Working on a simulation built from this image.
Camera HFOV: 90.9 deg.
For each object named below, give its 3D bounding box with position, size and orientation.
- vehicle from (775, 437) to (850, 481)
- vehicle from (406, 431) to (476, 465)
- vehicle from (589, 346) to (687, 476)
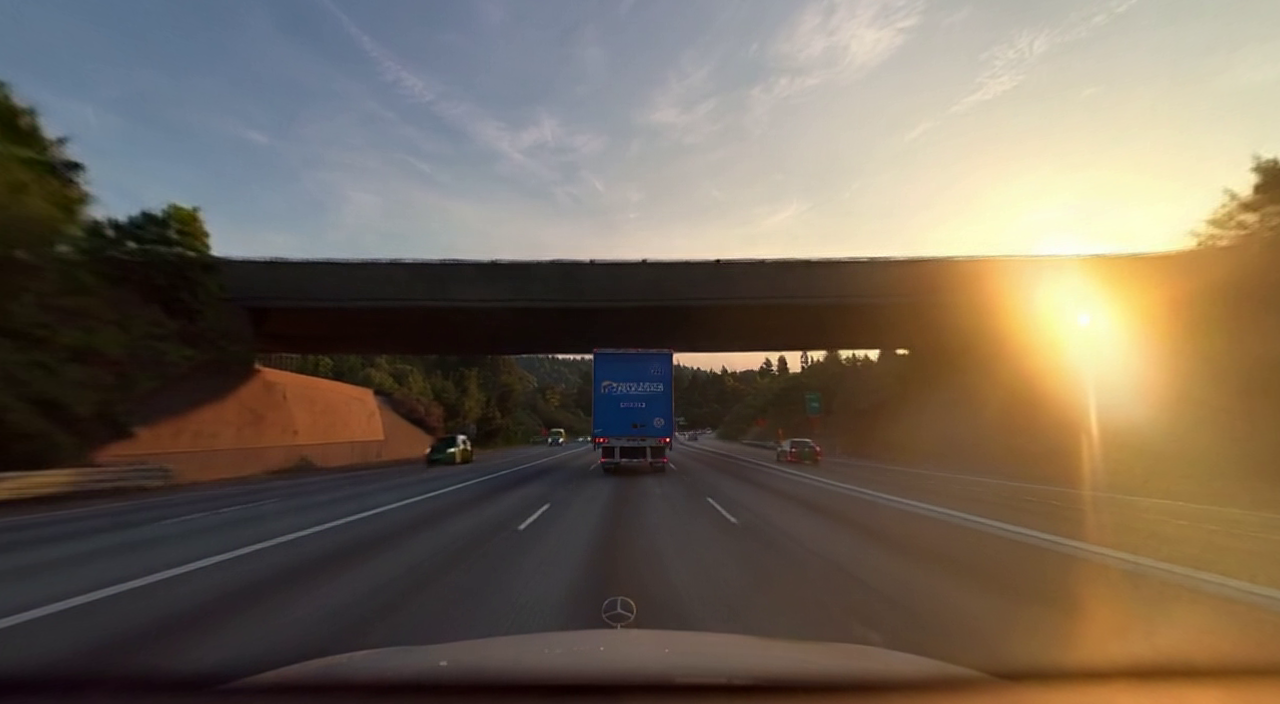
[{"bbox_3d":[7.487,4.633,27.743,2.050,1.637,4.397,3,-7,0],"label":"vehicle"},{"bbox_3d":[-8.998,4.353,28.841,1.955,1.453,3.855,0,-8,0],"label":"vehicle"},{"bbox_3d":[-0.323,2.400,23.873,2.895,3.861,10.213,0,-8,-3],"label":"vehicle"}]
